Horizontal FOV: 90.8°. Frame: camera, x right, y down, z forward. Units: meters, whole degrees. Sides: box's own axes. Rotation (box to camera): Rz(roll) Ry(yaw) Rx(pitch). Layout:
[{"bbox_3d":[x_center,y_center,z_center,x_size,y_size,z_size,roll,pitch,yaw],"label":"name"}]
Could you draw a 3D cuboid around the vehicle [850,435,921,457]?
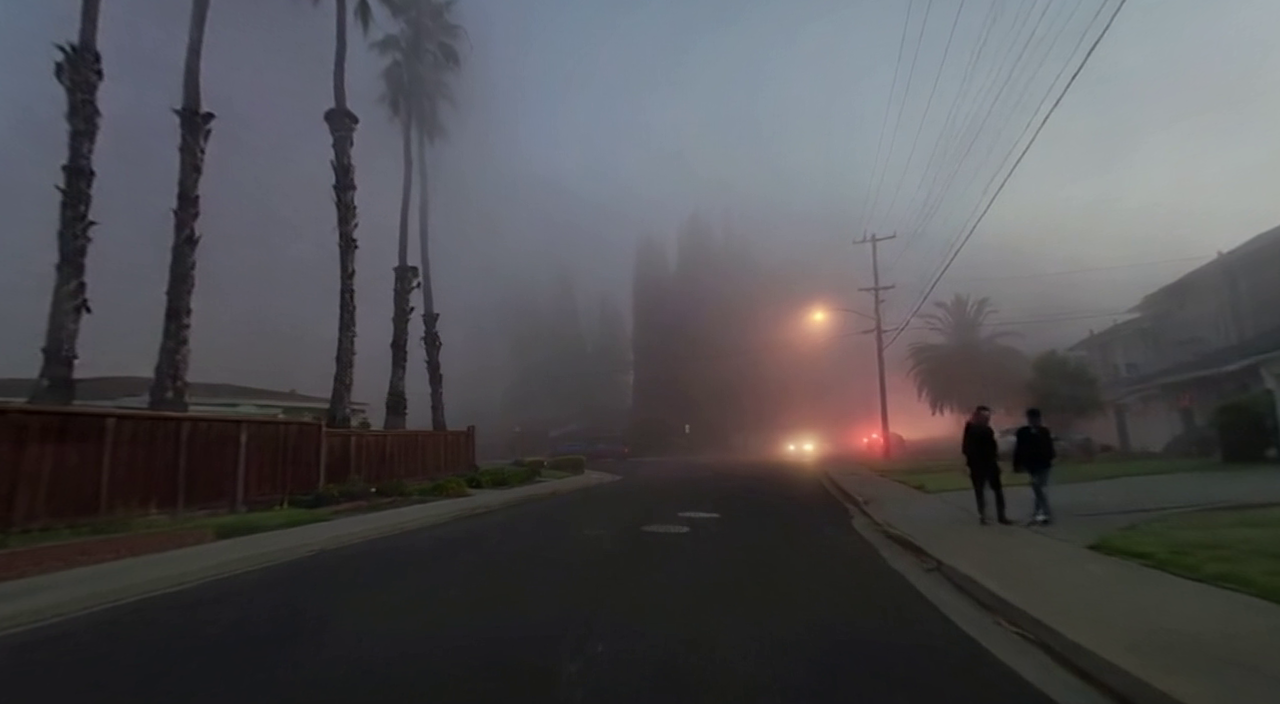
[{"bbox_3d":[17.247,6.622,44.381,4.531,1.447,1.814,-4,-10,24],"label":"vehicle"}]
